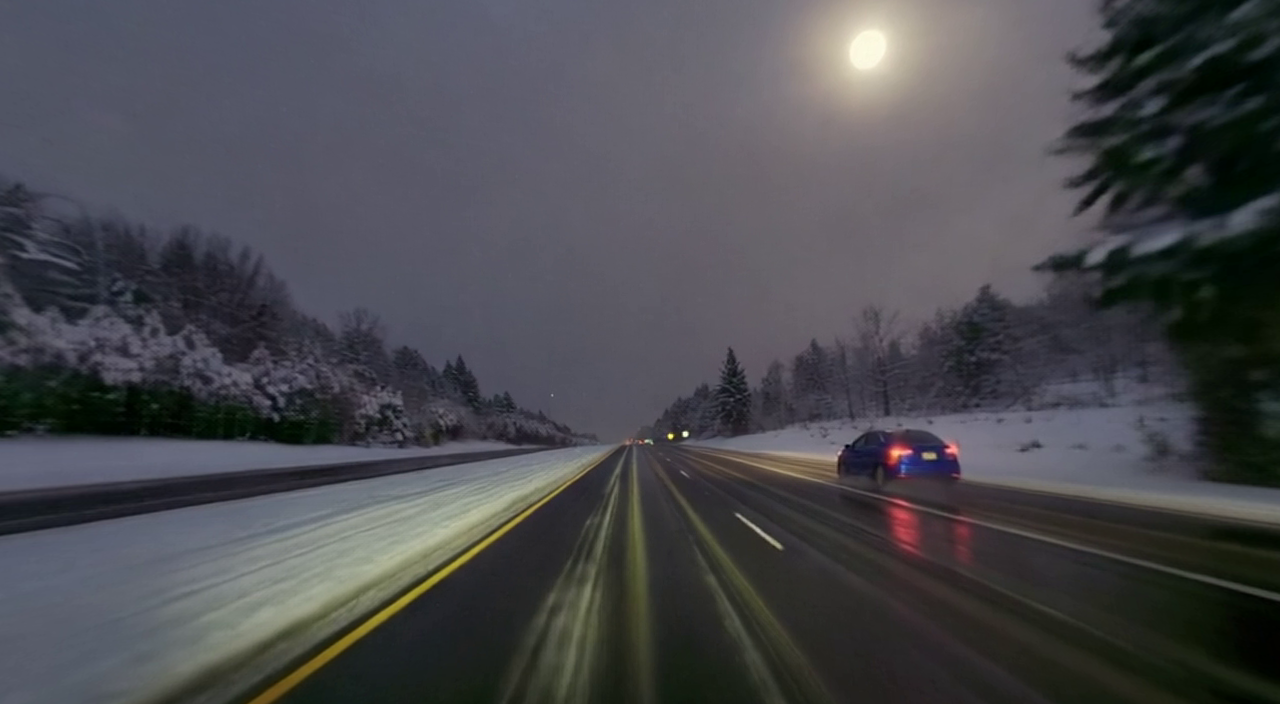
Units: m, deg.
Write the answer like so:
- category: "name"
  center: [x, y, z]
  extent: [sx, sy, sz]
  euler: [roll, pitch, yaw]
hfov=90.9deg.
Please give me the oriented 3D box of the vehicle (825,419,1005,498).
- category: "vehicle"
  center: [6.769, 2.667, 16.282]
  extent: [2.273, 1.698, 4.863]
  euler: [0, -8, -3]
